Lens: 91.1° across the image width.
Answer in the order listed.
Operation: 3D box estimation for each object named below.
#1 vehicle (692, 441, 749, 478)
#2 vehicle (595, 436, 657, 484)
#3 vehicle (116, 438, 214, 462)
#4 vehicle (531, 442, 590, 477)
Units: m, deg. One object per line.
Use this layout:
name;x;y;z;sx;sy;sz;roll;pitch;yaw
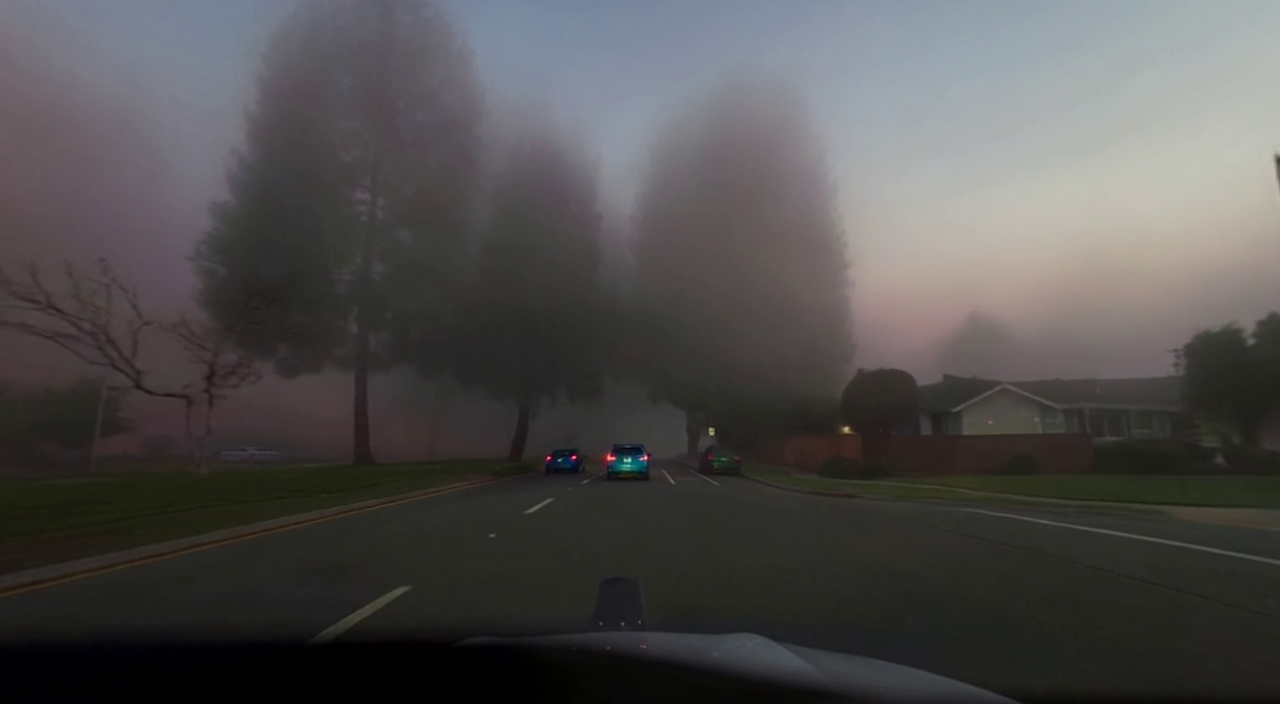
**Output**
vehicle;4.002;5.440;32.084;2.332;1.769;4.518;0;-8;0
vehicle;-0.487;4.211;24.793;2.220;1.742;4.047;0;-8;0
vehicle;-32.232;6.666;42.704;4.891;1.538;2.059;0;-9;0
vehicle;-3.531;4.872;28.705;2.032;1.433;4.458;0;-8;1
